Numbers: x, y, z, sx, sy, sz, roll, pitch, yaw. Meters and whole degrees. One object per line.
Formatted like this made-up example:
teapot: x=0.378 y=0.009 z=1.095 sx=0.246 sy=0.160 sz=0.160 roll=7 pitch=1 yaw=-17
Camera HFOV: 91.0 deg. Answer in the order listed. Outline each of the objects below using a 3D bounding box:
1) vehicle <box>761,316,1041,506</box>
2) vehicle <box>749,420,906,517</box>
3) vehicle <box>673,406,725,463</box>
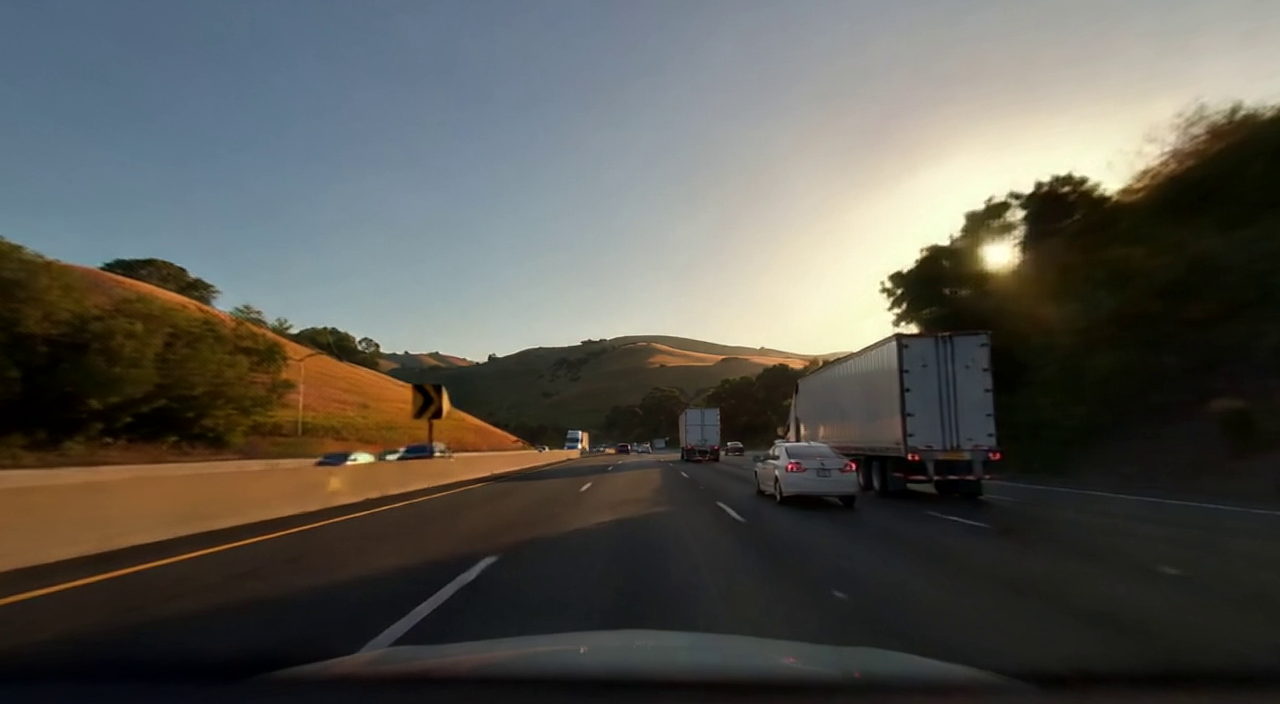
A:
vehicle: x=7.241 y=2.461 z=21.919 sx=2.947 sy=4.199 sz=16.175 roll=0 pitch=-9 yaw=0
vehicle: x=3.754 y=2.420 z=13.530 sx=2.055 sy=1.737 sz=4.224 roll=0 pitch=-9 yaw=0
vehicle: x=4.412 y=6.564 z=49.331 sx=3.049 sy=3.968 sz=10.706 roll=0 pitch=-9 yaw=0
